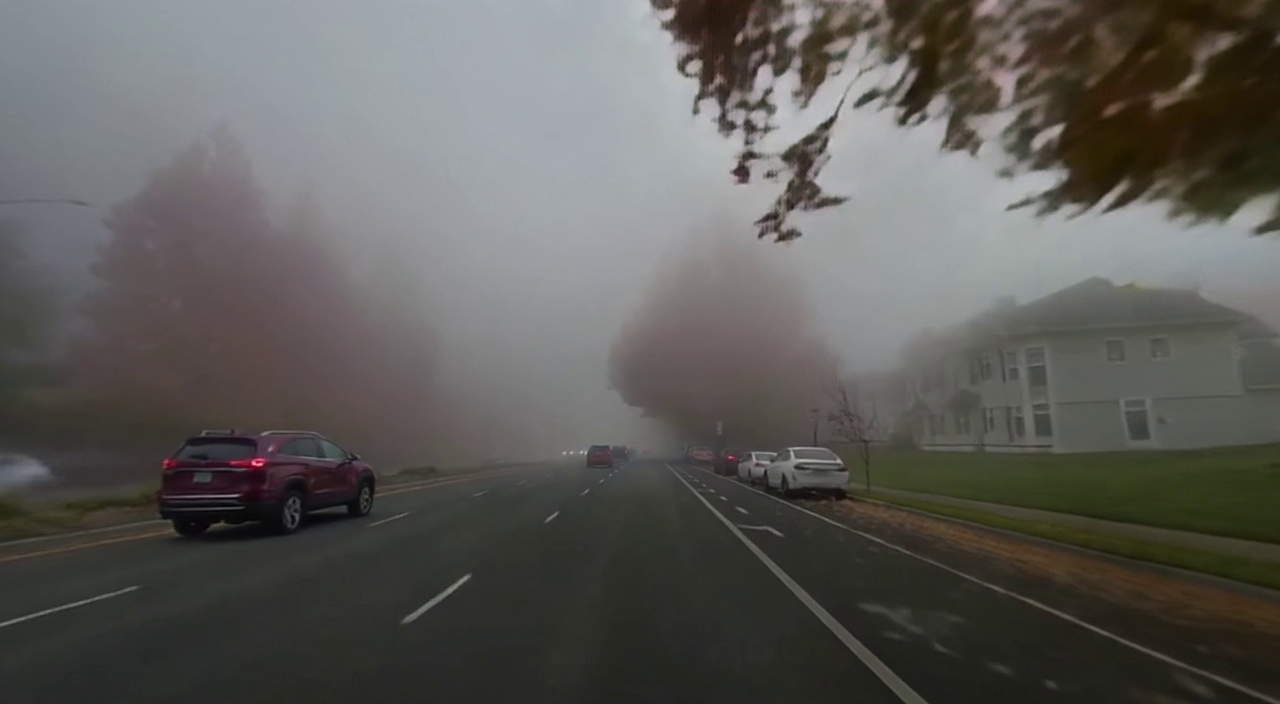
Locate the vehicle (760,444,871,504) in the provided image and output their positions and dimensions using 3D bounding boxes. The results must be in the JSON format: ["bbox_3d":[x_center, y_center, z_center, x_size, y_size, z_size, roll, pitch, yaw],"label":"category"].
[{"bbox_3d":[4.969,3.514,18.596,1.952,1.505,4.713,0,-9,0],"label":"vehicle"}]

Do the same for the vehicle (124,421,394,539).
[{"bbox_3d":[-6.496,2.237,11.557,2.034,1.711,4.512,0,-9,1],"label":"vehicle"}]
